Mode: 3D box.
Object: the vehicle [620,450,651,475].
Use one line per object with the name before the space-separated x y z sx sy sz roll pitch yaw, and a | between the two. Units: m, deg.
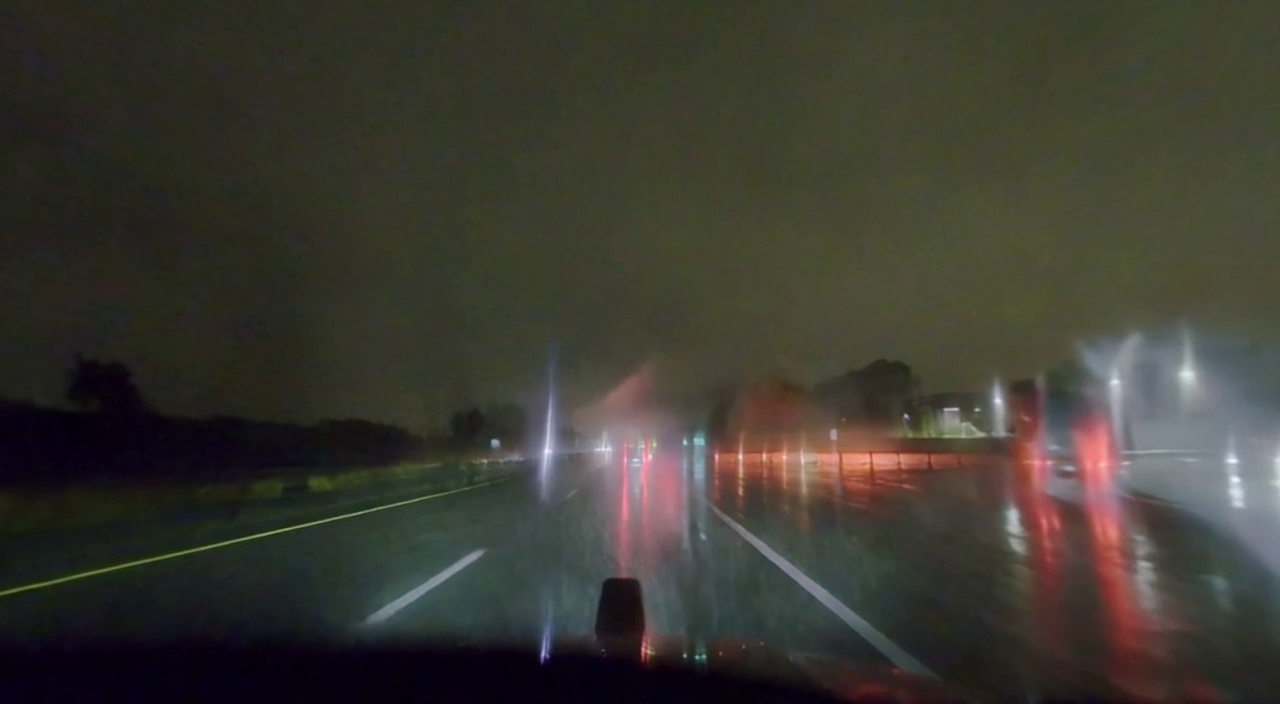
vehicle | -0.212 6.591 37.752 1.695 1.437 3.506 0 -9 2
